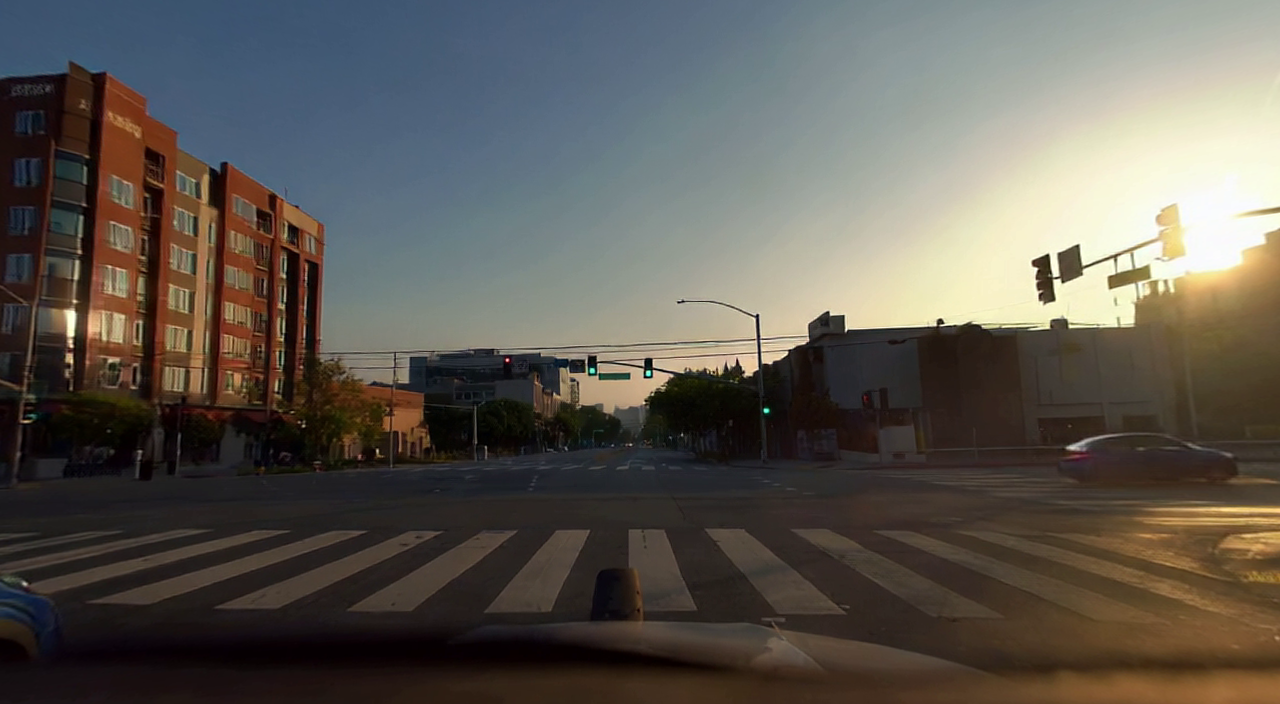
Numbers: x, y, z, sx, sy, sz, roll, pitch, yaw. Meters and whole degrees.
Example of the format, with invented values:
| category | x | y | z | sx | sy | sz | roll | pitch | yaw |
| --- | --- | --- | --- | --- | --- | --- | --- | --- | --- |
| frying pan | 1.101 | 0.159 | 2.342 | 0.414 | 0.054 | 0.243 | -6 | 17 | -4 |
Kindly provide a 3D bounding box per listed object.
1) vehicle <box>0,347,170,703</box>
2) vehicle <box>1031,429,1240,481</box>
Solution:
| category | x | y | z | sx | sy | sz | roll | pitch | yaw |
| --- | --- | --- | --- | --- | --- | --- | --- | --- | --- |
| vehicle | -3.634 | 0.615 | 1.062 | 2.109 | 1.692 | 4.587 | 0 | -8 | 0 |
| vehicle | 14.539 | 3.041 | 18.621 | 4.551 | 1.454 | 1.941 | 0 | -8 | -1 |
